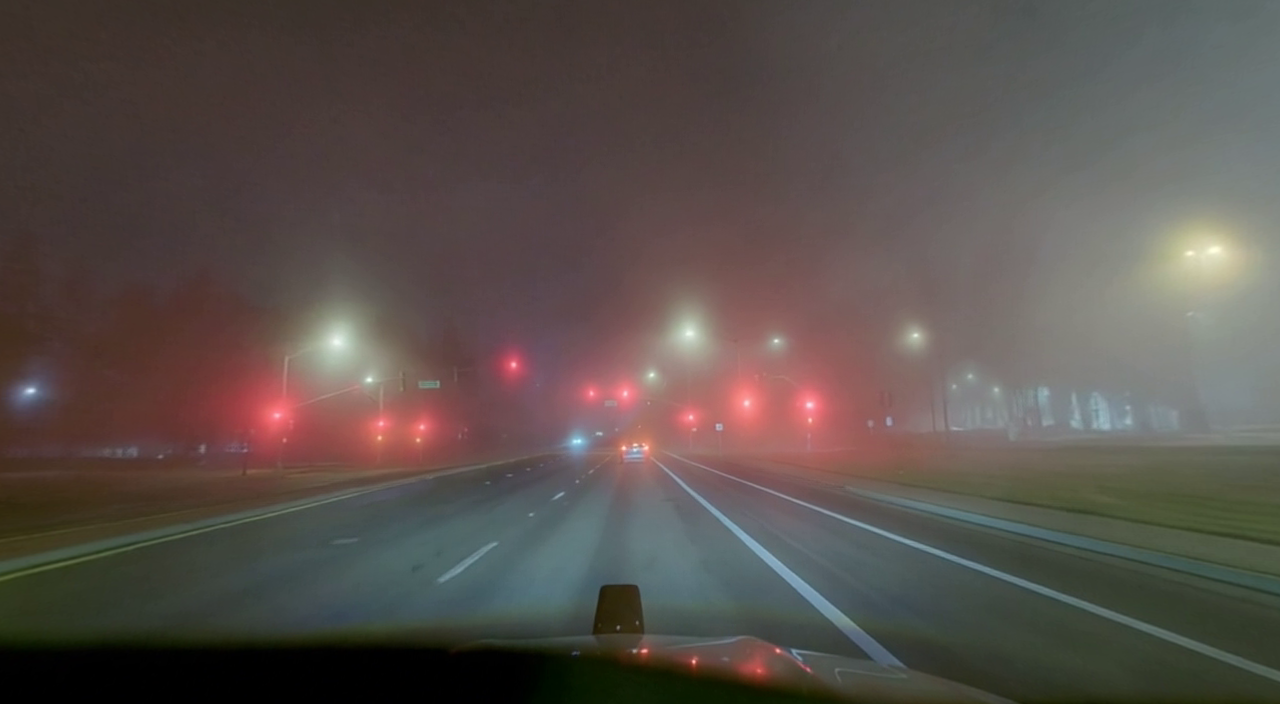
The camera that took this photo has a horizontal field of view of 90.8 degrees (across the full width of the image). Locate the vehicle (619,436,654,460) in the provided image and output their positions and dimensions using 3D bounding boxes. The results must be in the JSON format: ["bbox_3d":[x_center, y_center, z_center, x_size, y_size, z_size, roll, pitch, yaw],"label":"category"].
[{"bbox_3d":[-0.224,6.099,40.116,2.107,1.470,3.974,0,-9,-1],"label":"vehicle"}]
